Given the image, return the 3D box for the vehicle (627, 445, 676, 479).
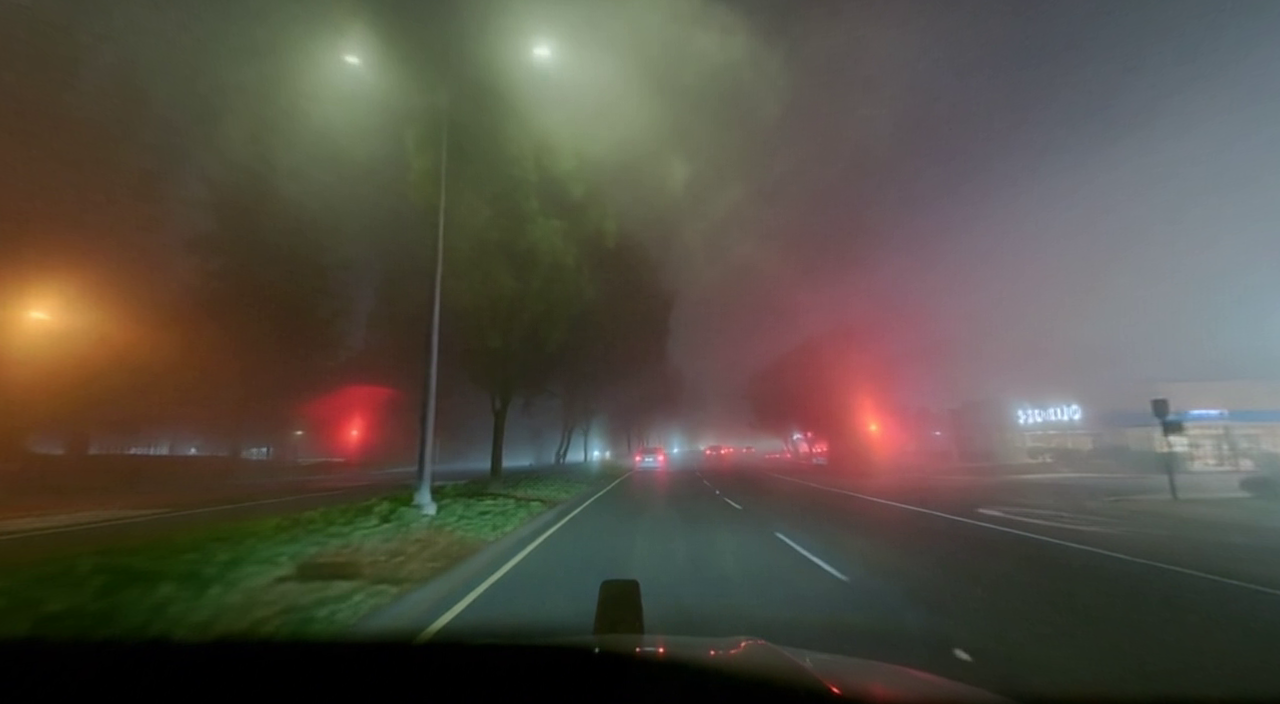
[{"bbox_3d":[0.607,5.029,29.244,2.095,1.456,3.873,-1,-8,4],"label":"vehicle"}]
